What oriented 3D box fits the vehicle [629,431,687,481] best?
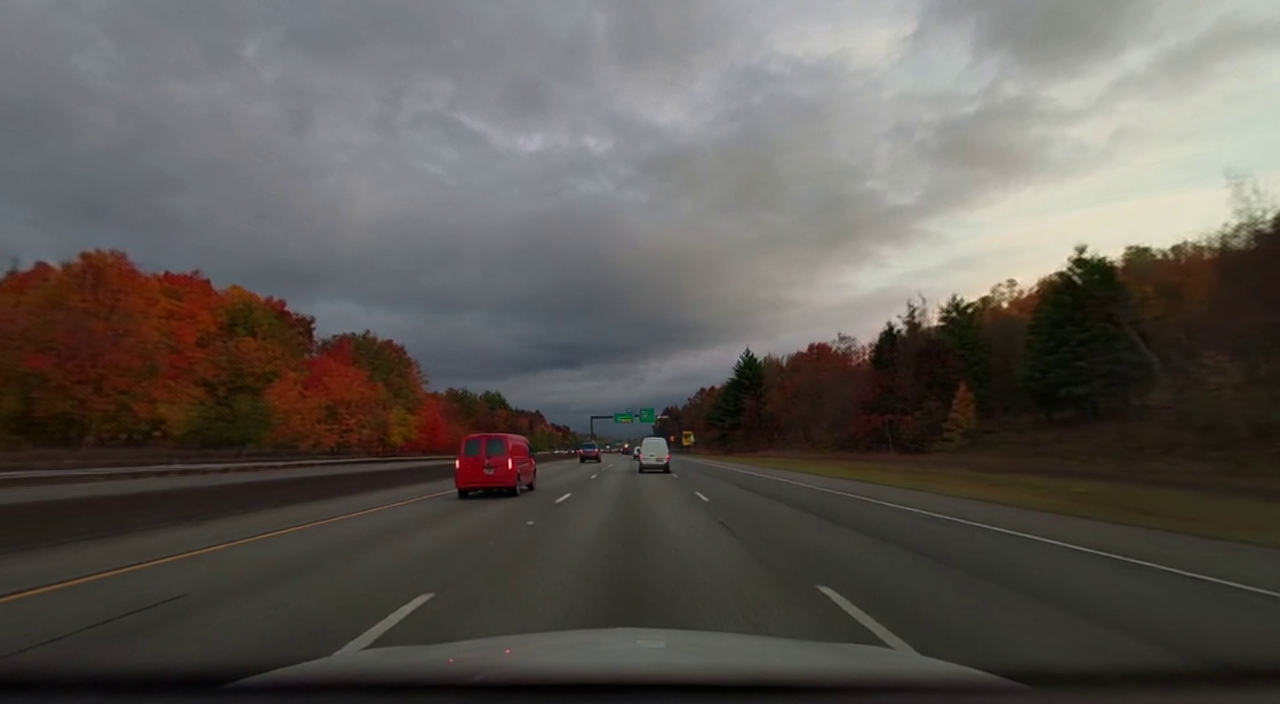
[{"bbox_3d":[0.664,4.456,26.921,2.179,1.930,4.538,0,-9,-2],"label":"vehicle"}]

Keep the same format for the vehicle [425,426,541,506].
[{"bbox_3d":[-3.879,2.908,16.248,2.021,1.790,3.907,0,-9,-1],"label":"vehicle"}]
